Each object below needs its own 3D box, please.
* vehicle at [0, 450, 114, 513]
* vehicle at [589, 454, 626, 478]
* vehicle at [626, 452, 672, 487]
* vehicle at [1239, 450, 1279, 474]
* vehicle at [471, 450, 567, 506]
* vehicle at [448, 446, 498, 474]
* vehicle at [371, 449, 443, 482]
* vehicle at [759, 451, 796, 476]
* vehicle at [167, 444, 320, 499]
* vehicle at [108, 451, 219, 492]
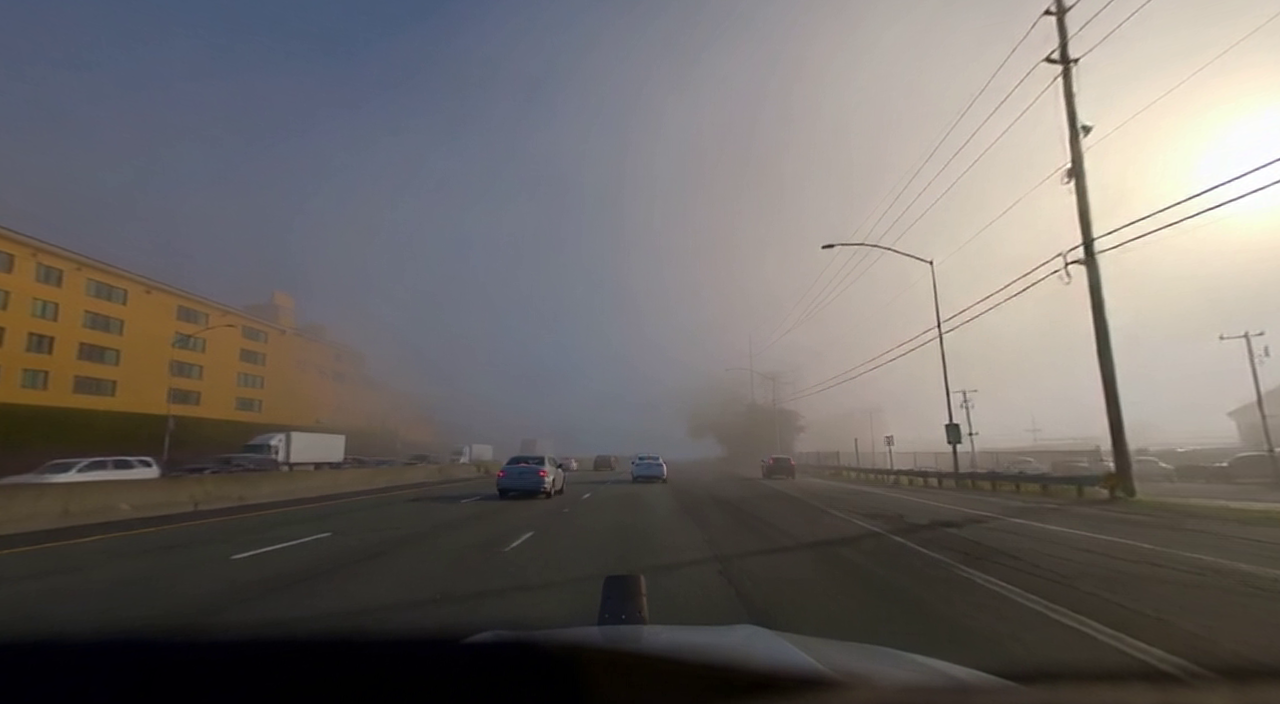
[{"bbox_3d":[-16.567,3.353,16.502,1.880,1.491,4.310,0,-8,0],"label":"vehicle"},{"bbox_3d":[-2.182,7.819,43.317,2.034,1.466,4.363,-1,-8,4],"label":"vehicle"},{"bbox_3d":[0.450,5.800,31.392,2.107,1.538,3.999,-1,-8,1],"label":"vehicle"},{"bbox_3d":[43.483,7.500,43.001,3.458,1.409,1.632,-3,-8,-2],"label":"vehicle"},{"bbox_3d":[-3.697,3.917,20.170,2.059,1.508,4.662,-1,-8,1],"label":"vehicle"},{"bbox_3d":[-12.551,8.155,47.893,2.133,1.970,5.950,-1,-8,0],"label":"vehicle"},{"bbox_3d":[-12.441,6.072,34.008,2.037,1.574,4.757,-1,-8,1],"label":"vehicle"},{"bbox_3d":[10.709,8.734,49.601,2.106,1.817,4.845,-1,-8,4],"label":"vehicle"},{"bbox_3d":[-12.419,3.731,20.189,1.991,1.537,4.464,0,-8,0],"label":"vehicle"},{"bbox_3d":[-24.138,6.016,32.192,1.871,1.886,4.814,0,-8,0],"label":"vehicle"}]
